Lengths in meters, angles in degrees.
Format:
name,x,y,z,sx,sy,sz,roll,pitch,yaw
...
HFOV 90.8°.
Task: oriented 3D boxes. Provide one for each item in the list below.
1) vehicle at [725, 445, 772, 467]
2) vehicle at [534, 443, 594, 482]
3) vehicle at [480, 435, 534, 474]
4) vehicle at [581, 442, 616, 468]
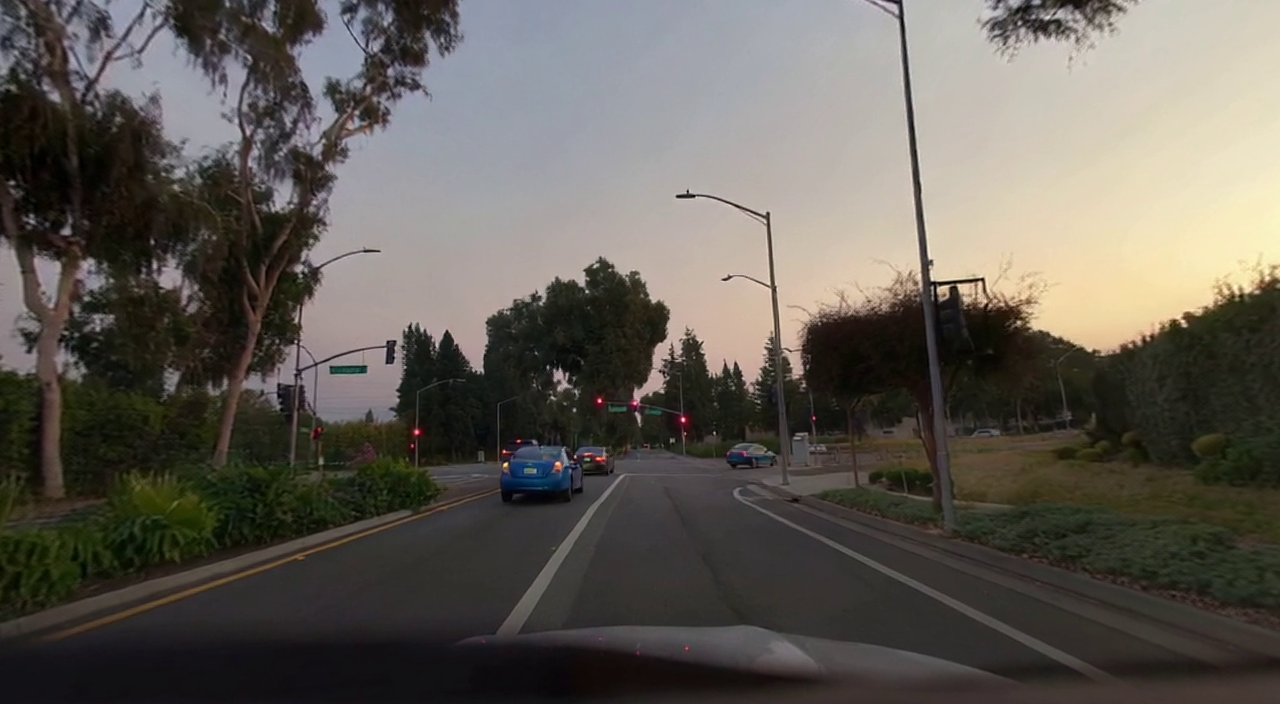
name,x,y,z,sx,sy,sz,roll,pitch,yaw
vehicle,7.329,6.950,42.474,1.945,1.410,4.284,-4,-10,26
vehicle,-3.104,4.615,26.556,1.979,1.492,3.930,0,-9,1
vehicle,-7.774,5.885,36.480,2.390,2.020,5.085,3,-9,-19
vehicle,-2.786,6.963,42.900,2.055,1.679,4.155,0,-9,1
